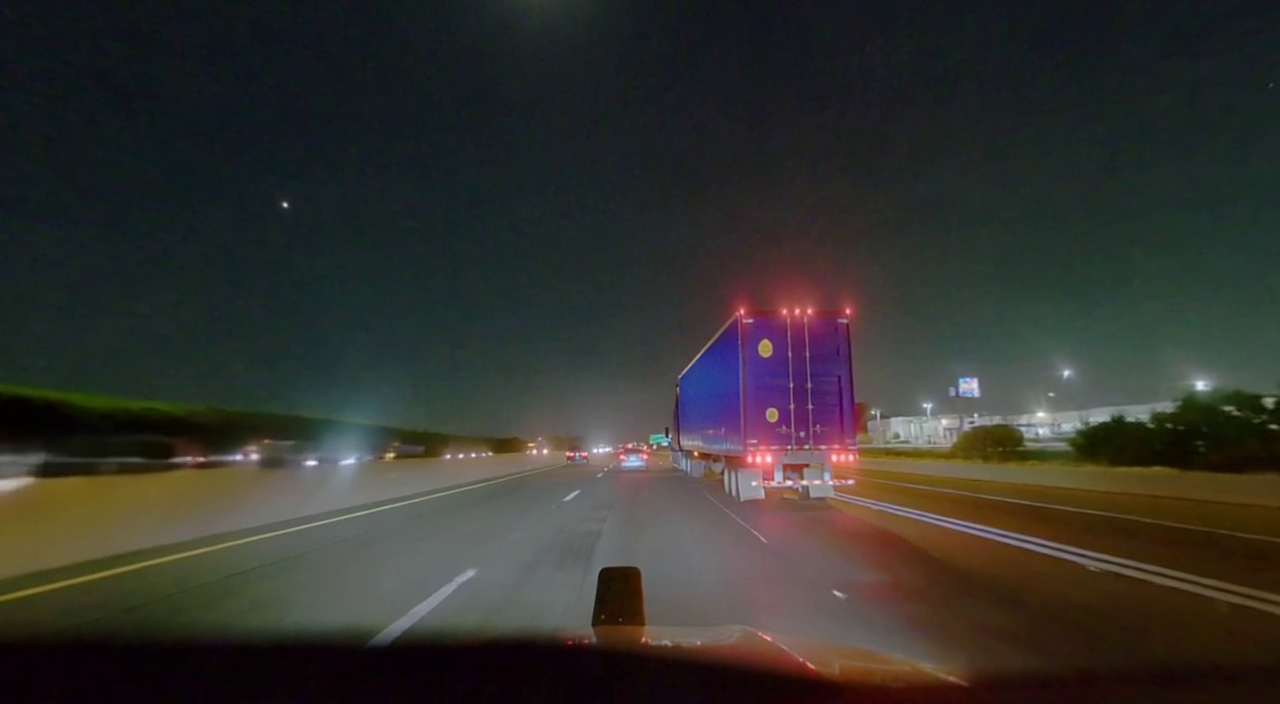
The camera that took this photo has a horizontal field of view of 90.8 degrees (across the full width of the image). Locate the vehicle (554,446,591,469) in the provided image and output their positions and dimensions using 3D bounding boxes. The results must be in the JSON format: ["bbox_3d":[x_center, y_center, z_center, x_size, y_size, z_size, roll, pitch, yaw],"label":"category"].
[{"bbox_3d":[-4.467,7.050,42.444,1.995,1.491,4.317,0,-9,0],"label":"vehicle"}]

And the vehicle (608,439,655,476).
[{"bbox_3d":[-0.385,5.235,31.542,2.191,1.685,4.015,0,-9,0],"label":"vehicle"}]

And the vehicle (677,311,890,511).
[{"bbox_3d":[3.387,2.385,20.982,2.996,4.123,15.965,0,-9,-1],"label":"vehicle"}]

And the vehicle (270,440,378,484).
[{"bbox_3d":[-14.186,4.945,28.797,2.094,1.806,5.307,0,-9,1],"label":"vehicle"}]

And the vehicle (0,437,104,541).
[{"bbox_3d":[-10.180,1.885,8.546,2.009,1.472,4.305,0,-9,1],"label":"vehicle"}]
